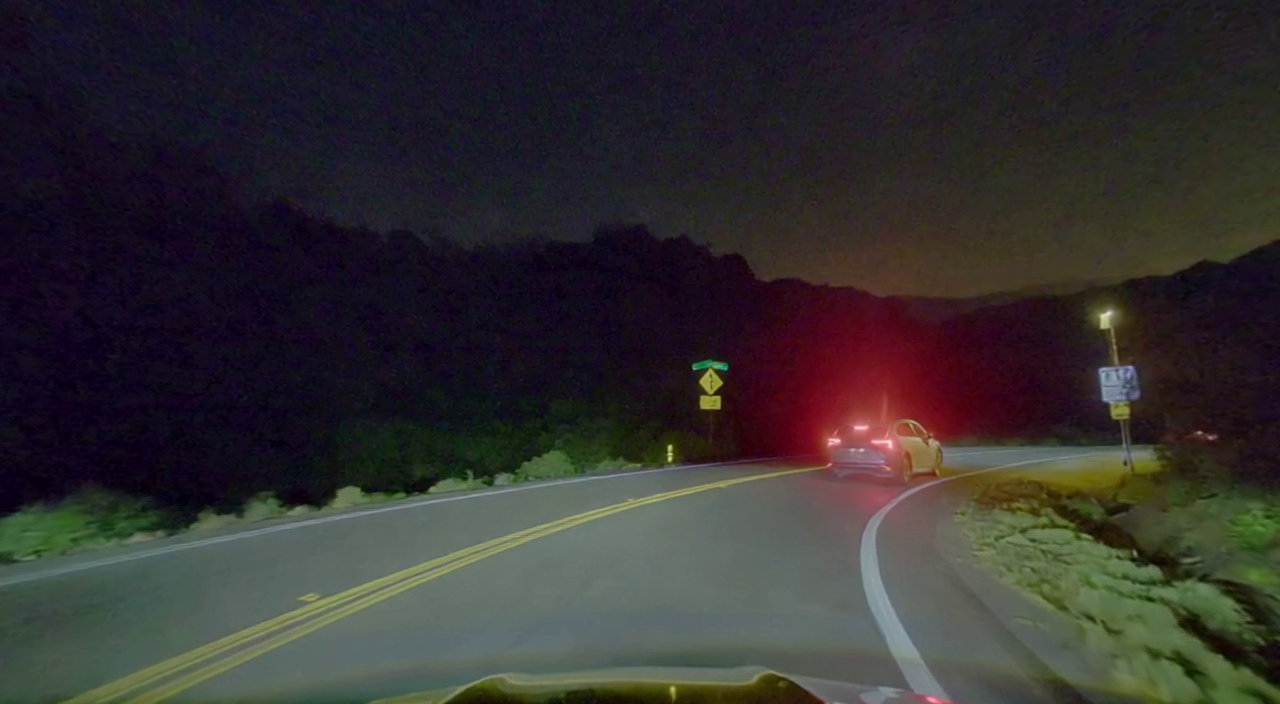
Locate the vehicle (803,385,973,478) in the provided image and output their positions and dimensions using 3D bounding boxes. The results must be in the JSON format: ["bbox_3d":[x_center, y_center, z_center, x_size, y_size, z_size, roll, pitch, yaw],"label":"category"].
[{"bbox_3d":[6.633,2.121,16.407,2.500,1.961,5.637,-7,-11,38],"label":"vehicle"}]
